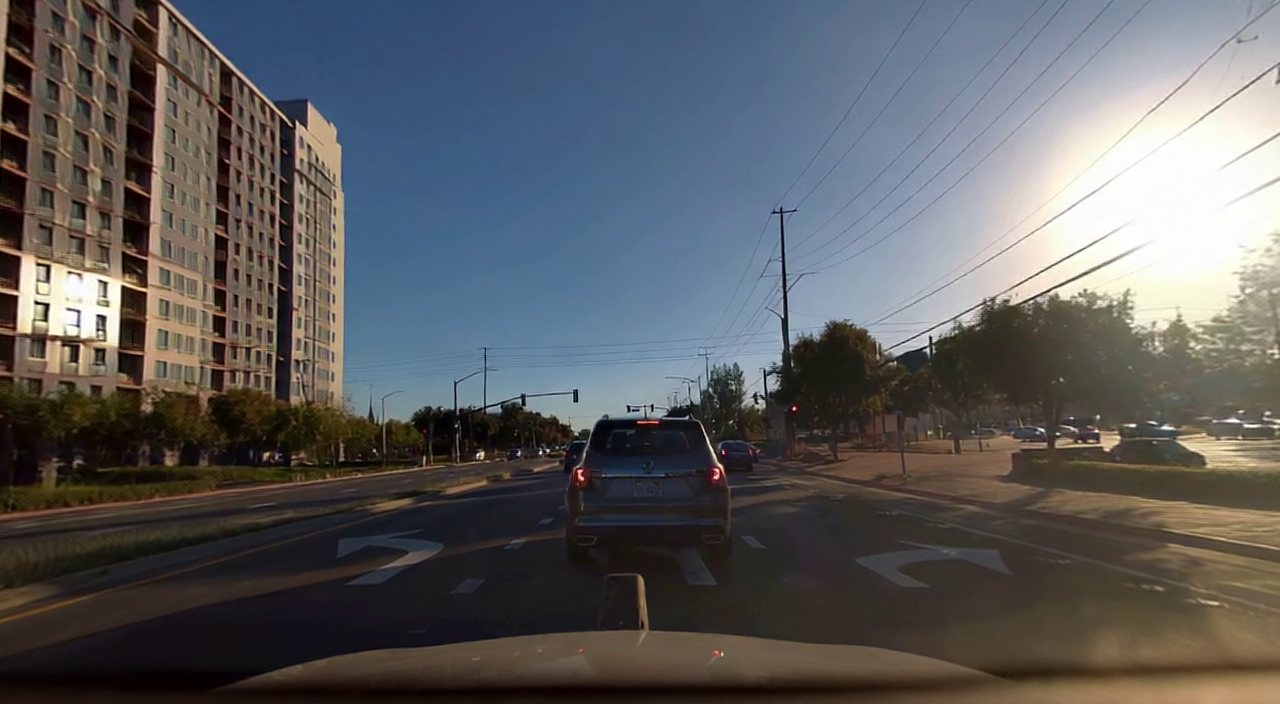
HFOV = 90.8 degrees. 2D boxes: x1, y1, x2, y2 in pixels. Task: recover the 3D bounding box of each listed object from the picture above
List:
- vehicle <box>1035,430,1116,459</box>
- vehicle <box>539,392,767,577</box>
[{"bbox_3d":[33.926,7.262,49.495,2.400,2.035,6.402,-1,-9,7],"label":"vehicle"},{"bbox_3d":[0.121,1.604,8.339,2.189,1.776,4.342,0,-9,0],"label":"vehicle"}]
